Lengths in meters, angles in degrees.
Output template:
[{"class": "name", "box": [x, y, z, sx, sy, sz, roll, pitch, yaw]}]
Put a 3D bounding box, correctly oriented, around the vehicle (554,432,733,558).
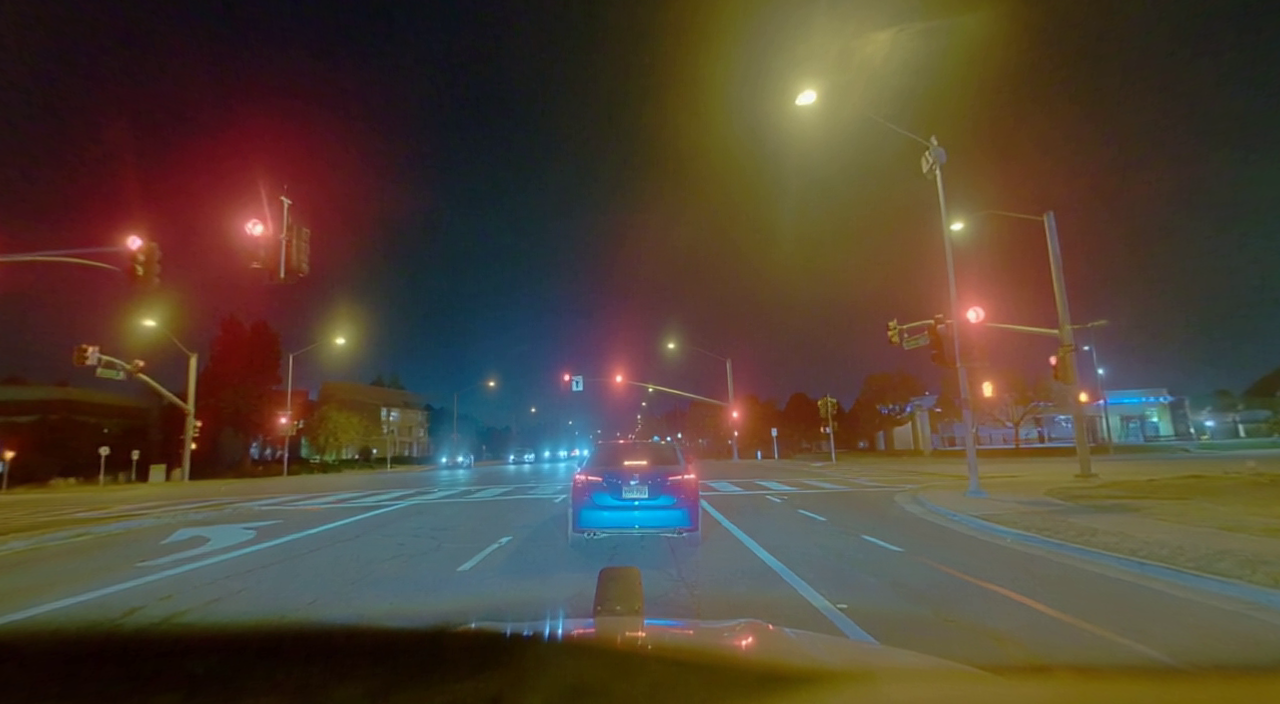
[{"class": "vehicle", "box": [0.007, 1.997, 9.532, 2.107, 1.470, 3.974, 0, -9, -1]}]
